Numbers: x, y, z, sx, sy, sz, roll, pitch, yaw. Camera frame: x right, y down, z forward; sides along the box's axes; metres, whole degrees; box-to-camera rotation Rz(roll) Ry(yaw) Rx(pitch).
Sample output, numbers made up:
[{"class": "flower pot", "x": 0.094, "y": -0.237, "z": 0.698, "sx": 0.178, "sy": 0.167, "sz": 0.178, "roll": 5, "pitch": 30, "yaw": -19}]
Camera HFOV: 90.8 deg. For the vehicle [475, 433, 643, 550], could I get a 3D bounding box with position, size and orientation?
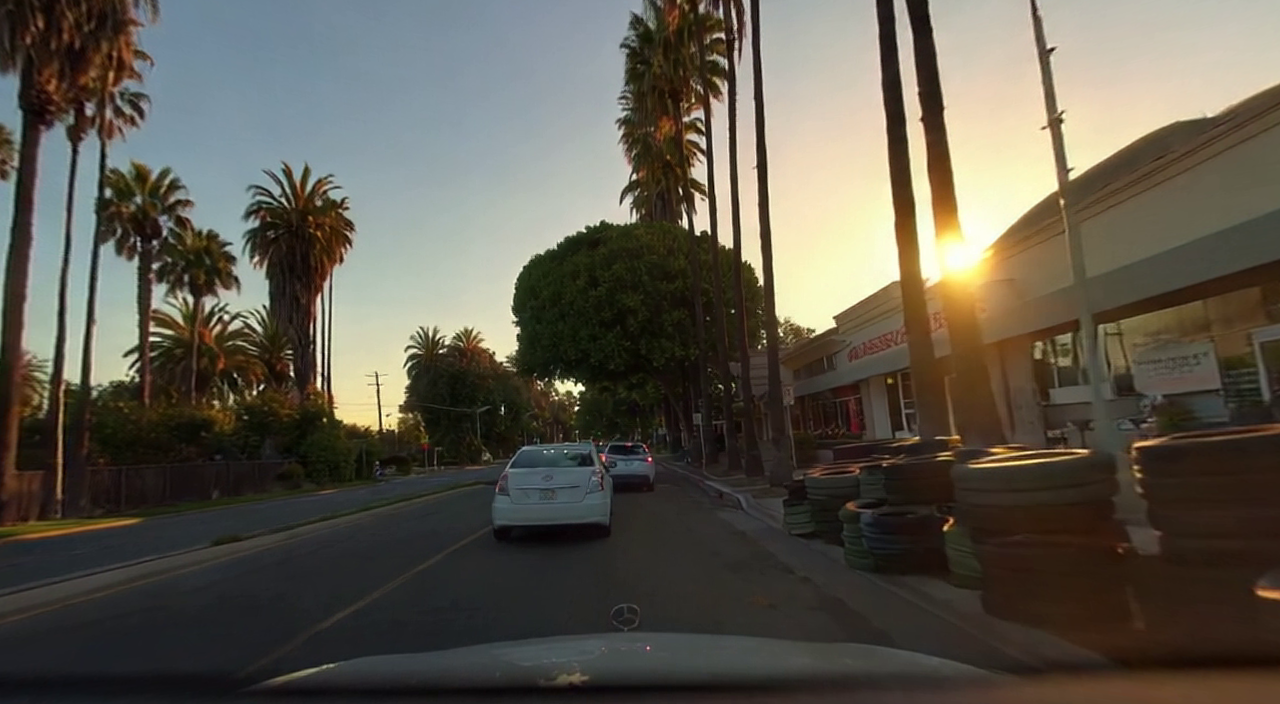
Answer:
[{"class": "vehicle", "x": -1.098, "y": 2.127, "z": 10.306, "sx": 2.169, "sy": 1.495, "sz": 4.048, "roll": 0, "pitch": -8, "yaw": -1}]
